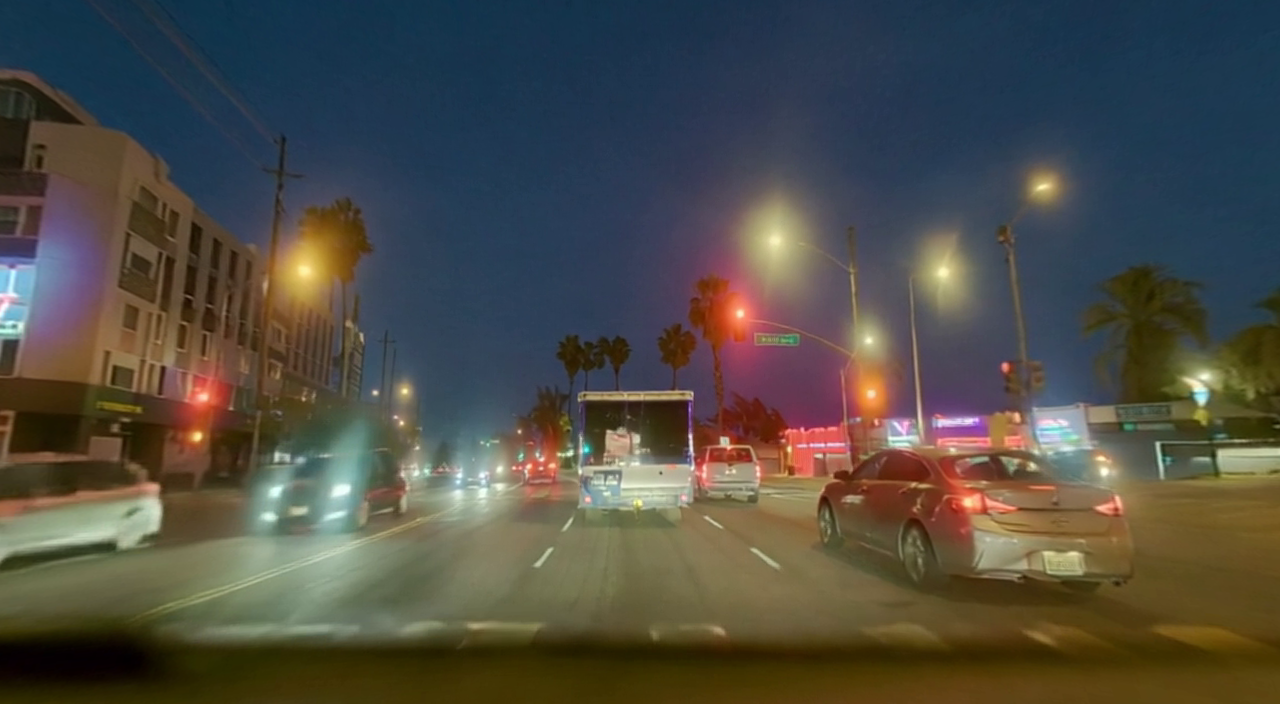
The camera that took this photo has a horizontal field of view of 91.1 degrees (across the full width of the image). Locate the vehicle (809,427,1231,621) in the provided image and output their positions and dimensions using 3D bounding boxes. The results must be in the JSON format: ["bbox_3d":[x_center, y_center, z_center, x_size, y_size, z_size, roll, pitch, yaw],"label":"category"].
[{"bbox_3d":[3.639,1.711,7.343,1.978,1.507,4.636,0,-8,-1],"label":"vehicle"}]

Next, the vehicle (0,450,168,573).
[{"bbox_3d":[-9.190,2.160,8.775,1.983,1.543,4.188,0,-9,-2],"label":"vehicle"}]

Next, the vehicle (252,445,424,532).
[{"bbox_3d":[-6.160,2.770,13.411,1.810,1.546,3.981,0,-9,-2],"label":"vehicle"}]

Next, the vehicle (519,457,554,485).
[{"bbox_3d":[-6.501,7.489,39.623,2.033,1.555,4.408,1,-9,-8],"label":"vehicle"}]

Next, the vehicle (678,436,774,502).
[{"bbox_3d":[2.750,3.924,21.618,2.157,1.944,5.423,0,-9,-4],"label":"vehicle"}]

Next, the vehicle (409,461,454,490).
[{"bbox_3d":[-12.618,7.489,38.240,1.873,1.510,4.151,1,-9,-8],"label":"vehicle"}]

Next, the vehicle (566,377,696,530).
[{"bbox_3d":[-0.429,2.414,15.307,2.517,2.926,6.177,1,-9,-5],"label":"vehicle"}]

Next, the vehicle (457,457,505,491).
[{"bbox_3d":[-8.046,6.159,32.040,1.801,1.524,3.974,1,-9,-6],"label":"vehicle"}]
